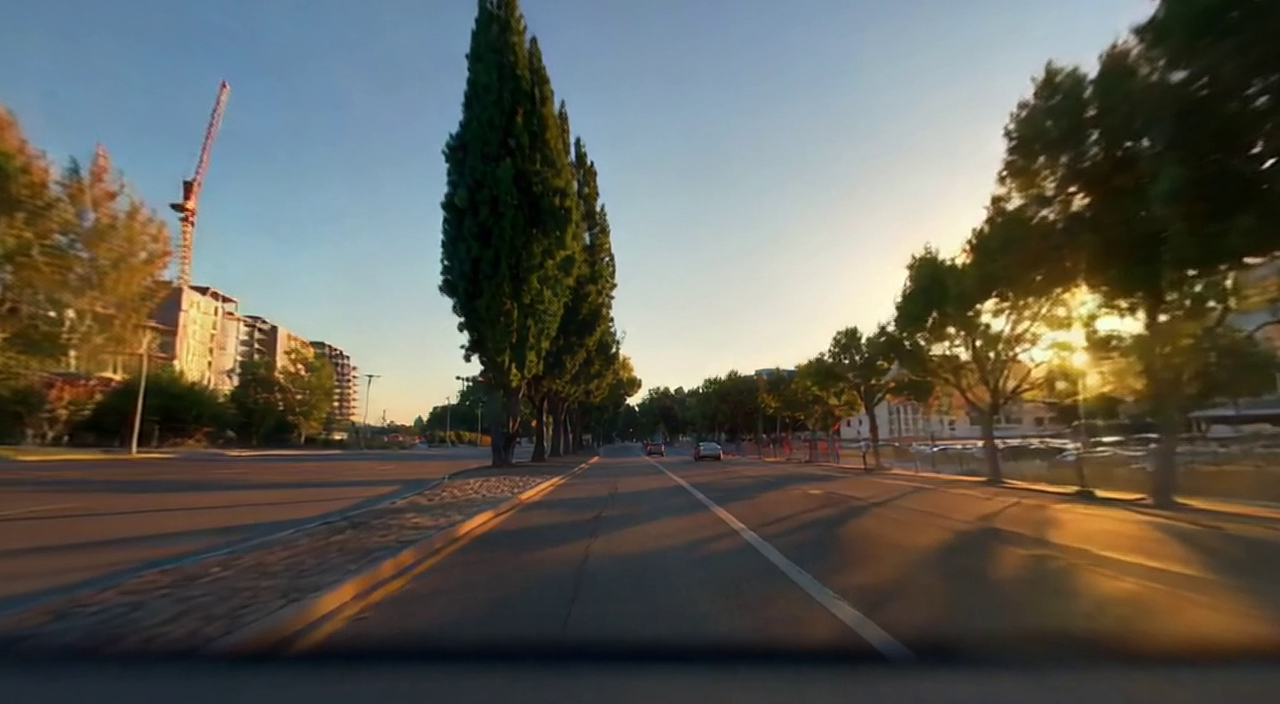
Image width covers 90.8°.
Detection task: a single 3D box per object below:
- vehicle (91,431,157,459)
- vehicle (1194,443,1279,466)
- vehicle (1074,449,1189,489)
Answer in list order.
[{"bbox_3d":[-34.417,6.200,42.074,5.202,1.696,2.228,-7,-11,38],"label":"vehicle"},{"bbox_3d":[46.992,8.019,49.436,5.212,1.712,2.040,-8,-11,41],"label":"vehicle"},{"bbox_3d":[27.016,6.421,35.002,2.394,1.893,4.807,2,-8,-3],"label":"vehicle"}]
